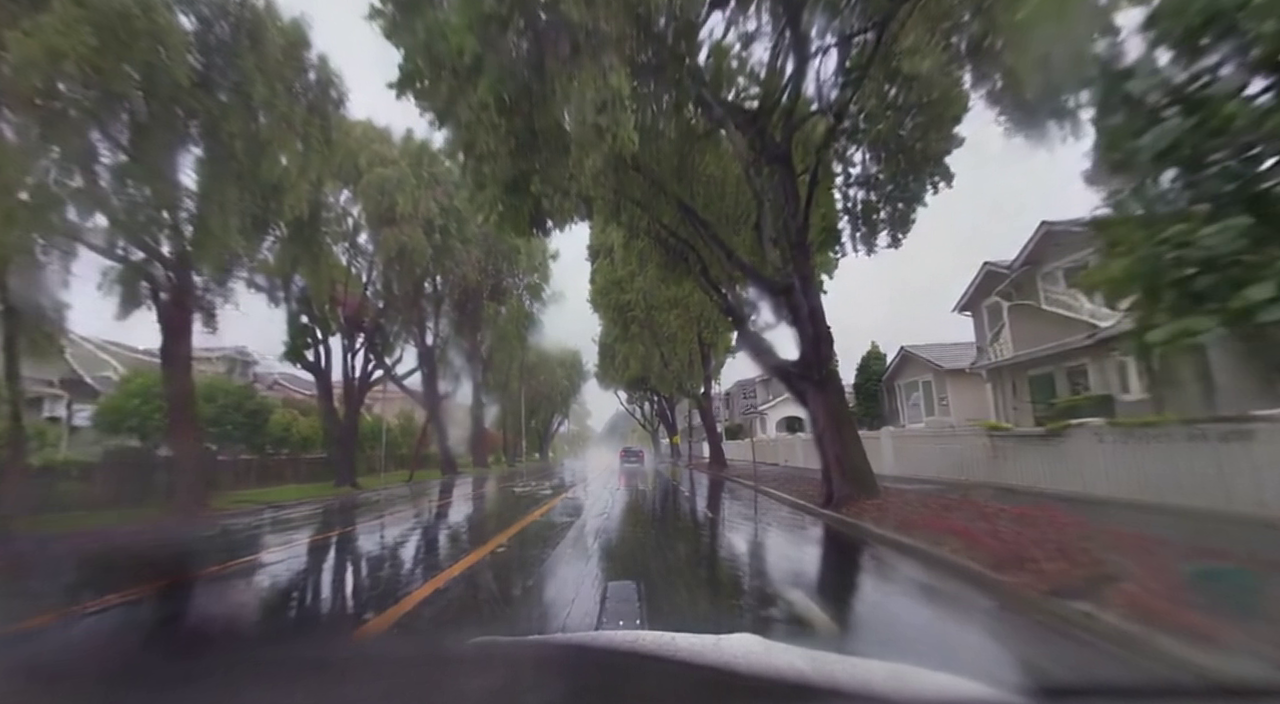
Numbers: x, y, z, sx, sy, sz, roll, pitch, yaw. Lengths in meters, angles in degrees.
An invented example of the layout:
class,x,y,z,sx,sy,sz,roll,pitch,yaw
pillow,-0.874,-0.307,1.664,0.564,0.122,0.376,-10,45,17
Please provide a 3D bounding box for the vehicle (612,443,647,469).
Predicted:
class,x,y,z,sx,sy,sz,roll,pitch,yaw
vehicle,-0.669,6.599,40.195,2.104,1.500,3.815,0,-9,-1
